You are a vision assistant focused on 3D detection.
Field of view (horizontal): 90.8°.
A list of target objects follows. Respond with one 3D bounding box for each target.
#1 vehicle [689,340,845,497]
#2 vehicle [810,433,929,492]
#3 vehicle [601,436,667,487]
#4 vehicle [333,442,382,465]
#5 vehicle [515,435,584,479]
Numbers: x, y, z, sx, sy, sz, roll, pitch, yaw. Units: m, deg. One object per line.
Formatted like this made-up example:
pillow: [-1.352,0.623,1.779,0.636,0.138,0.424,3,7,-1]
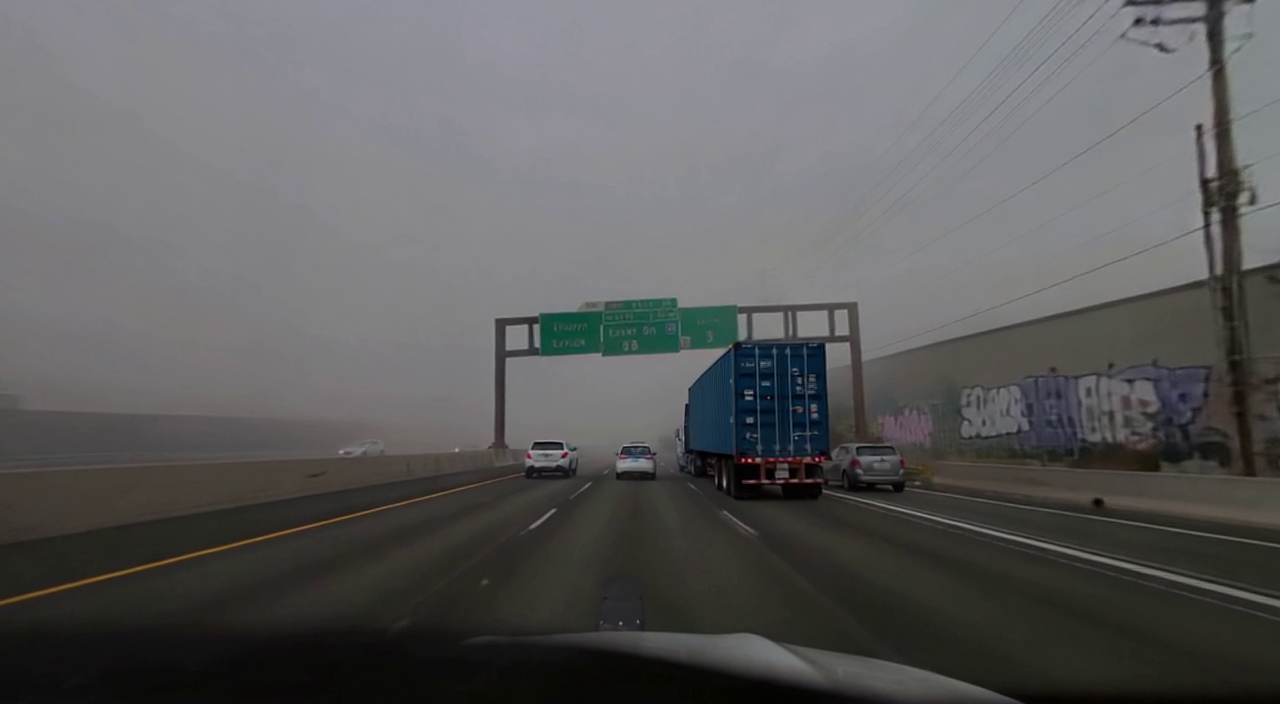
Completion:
vehicle: [3.753,2.688,22.899,2.800,4.039,13.179,0,-9,-1]
vehicle: [7.398,3.616,21.005,2.202,1.731,4.628,0,-9,0]
vehicle: [-0.198,3.959,23.159,2.191,1.685,4.015,0,-9,0]
vehicle: [-21.846,7.876,49.029,1.869,1.663,4.408,0,-9,-1]
vehicle: [-3.940,4.696,28.391,2.264,1.804,4.584,0,-9,2]
